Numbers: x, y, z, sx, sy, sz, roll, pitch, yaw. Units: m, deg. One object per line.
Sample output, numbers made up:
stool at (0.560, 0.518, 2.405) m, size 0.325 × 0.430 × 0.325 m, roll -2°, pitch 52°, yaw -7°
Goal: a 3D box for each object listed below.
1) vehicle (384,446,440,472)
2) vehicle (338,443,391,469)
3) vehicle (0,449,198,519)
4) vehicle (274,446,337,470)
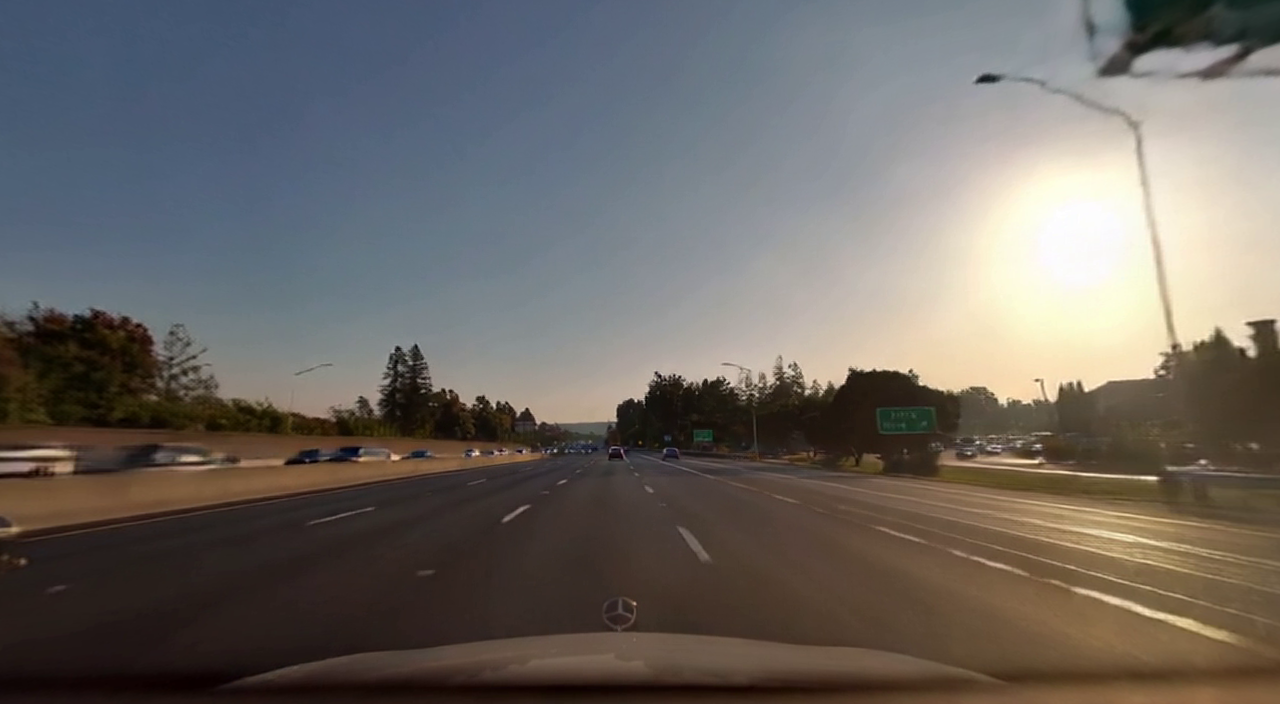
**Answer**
vehicle at (-13.806, 6.505, 38.530) m, size 1.903 × 1.484 × 4.320 m, roll 0°, pitch -9°, yaw -1°
vehicle at (-20.421, 7.700, 47.013) m, size 1.926 × 1.769 × 4.800 m, roll 0°, pitch -9°, yaw -2°
vehicle at (-13.219, 3.108, 15.396) m, size 1.881 × 1.427 × 4.211 m, roll 0°, pitch -9°, yaw -1°
vehicle at (-24.275, 7.704, 46.069) m, size 2.085 × 1.655 × 4.713 m, roll 0°, pitch -9°, yaw -2°
